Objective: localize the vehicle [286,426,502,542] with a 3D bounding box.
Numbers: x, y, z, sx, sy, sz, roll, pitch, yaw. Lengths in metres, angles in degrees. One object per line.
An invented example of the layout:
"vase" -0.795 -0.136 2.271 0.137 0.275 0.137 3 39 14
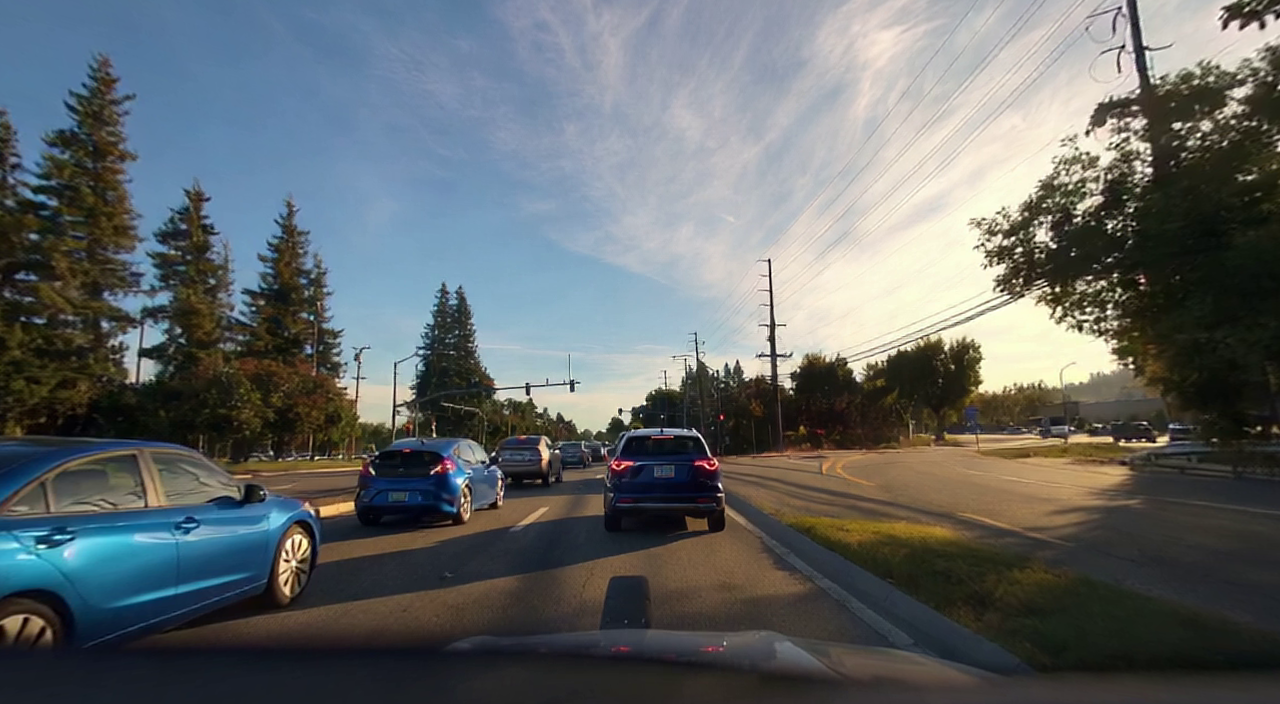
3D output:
"vehicle" -3.809 2.115 10.680 1.999 1.563 4.007 0 -9 1

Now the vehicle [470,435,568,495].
"vehicle" -3.577 3.450 19.552 2.018 1.621 4.441 -1 -9 2

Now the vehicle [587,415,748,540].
"vehicle" 0.414 2.028 10.700 2.205 1.691 3.937 0 -9 1

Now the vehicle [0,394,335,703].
"vehicle" -3.676 0.983 2.974 2.051 1.488 4.806 0 -9 0
